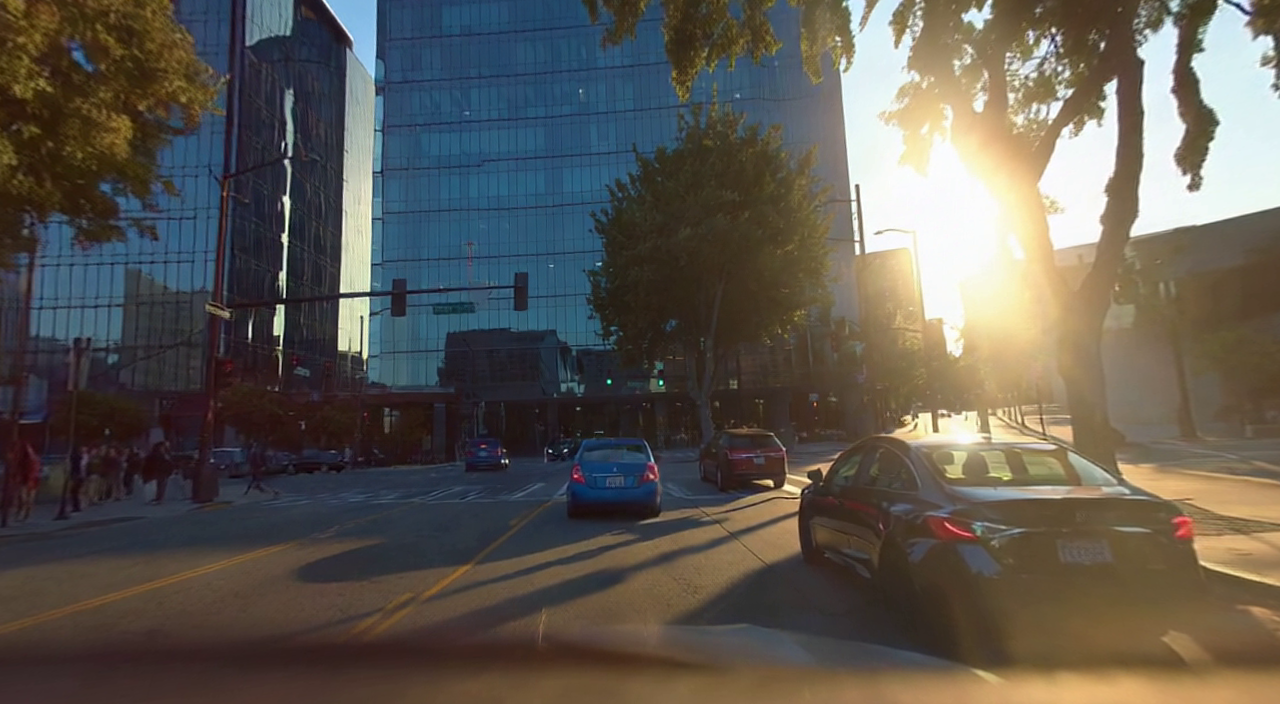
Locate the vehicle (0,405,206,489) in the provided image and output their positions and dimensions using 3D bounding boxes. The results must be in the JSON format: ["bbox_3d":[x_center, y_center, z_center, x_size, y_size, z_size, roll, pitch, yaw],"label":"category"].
[{"bbox_3d":[-25.647,4.344,28.814,8.989,3.623,2.884,0,-8,-2],"label":"vehicle"}]

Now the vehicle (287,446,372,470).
[{"bbox_3d":[-19.304,6.565,39.060,4.531,1.427,1.957,-2,-9,16],"label":"vehicle"}]

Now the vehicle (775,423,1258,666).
[{"bbox_3d":[2.756,1.482,5.971,1.952,1.464,4.165,0,-8,-1],"label":"vehicle"}]

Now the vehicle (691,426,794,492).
[{"bbox_3d":[2.878,3.144,18.791,2.234,1.723,4.486,0,-8,-1],"label":"vehicle"}]

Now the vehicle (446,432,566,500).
[{"bbox_3d":[-3.234,2.853,16.137,2.068,1.513,4.221,0,-8,1],"label":"vehicle"}]

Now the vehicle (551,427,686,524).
[{"bbox_3d":[-0.362,2.205,11.739,2.072,1.476,4.078,0,-8,-1],"label":"vehicle"}]
